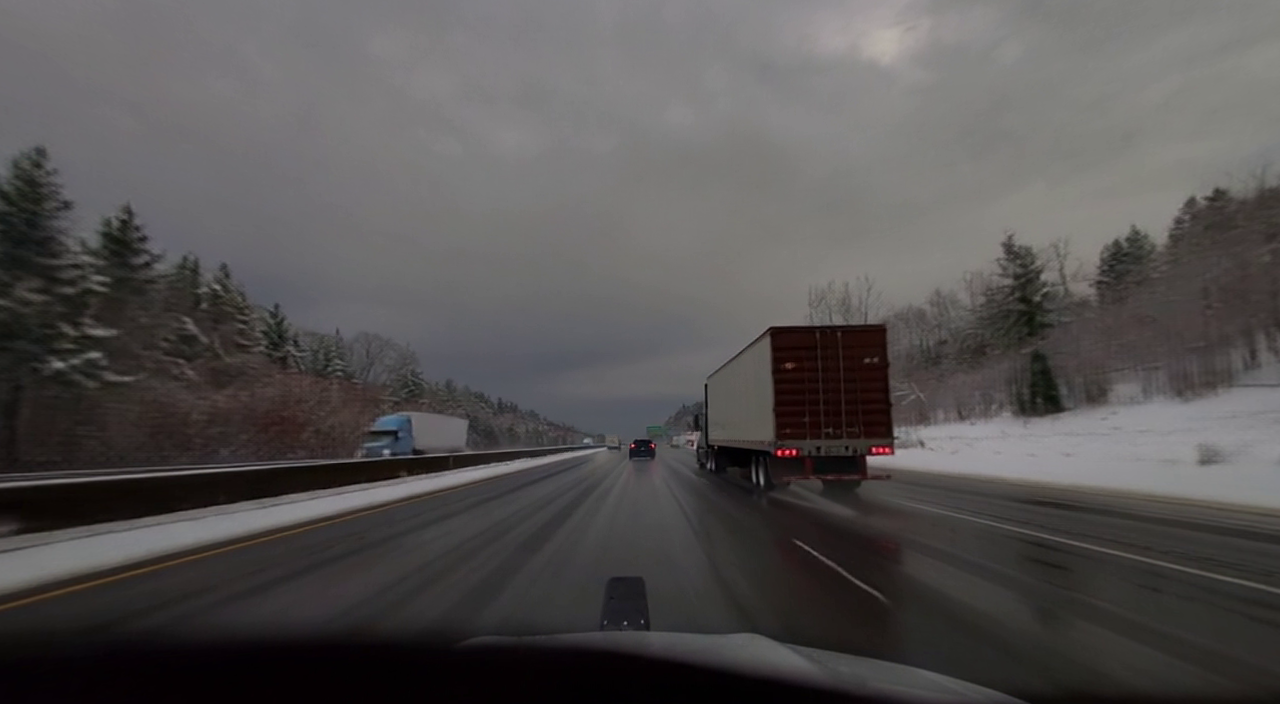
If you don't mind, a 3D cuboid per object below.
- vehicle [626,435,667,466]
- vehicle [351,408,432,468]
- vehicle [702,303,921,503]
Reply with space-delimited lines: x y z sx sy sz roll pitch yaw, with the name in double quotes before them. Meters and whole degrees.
"vehicle" 0.416 5.572 35.762 2.139 1.607 4.034 -1 -8 3
"vehicle" -18.794 6.625 48.246 3.210 4.212 7.175 0 -8 0
"vehicle" 4.210 1.997 20.067 3.005 4.131 14.221 0 -8 0
